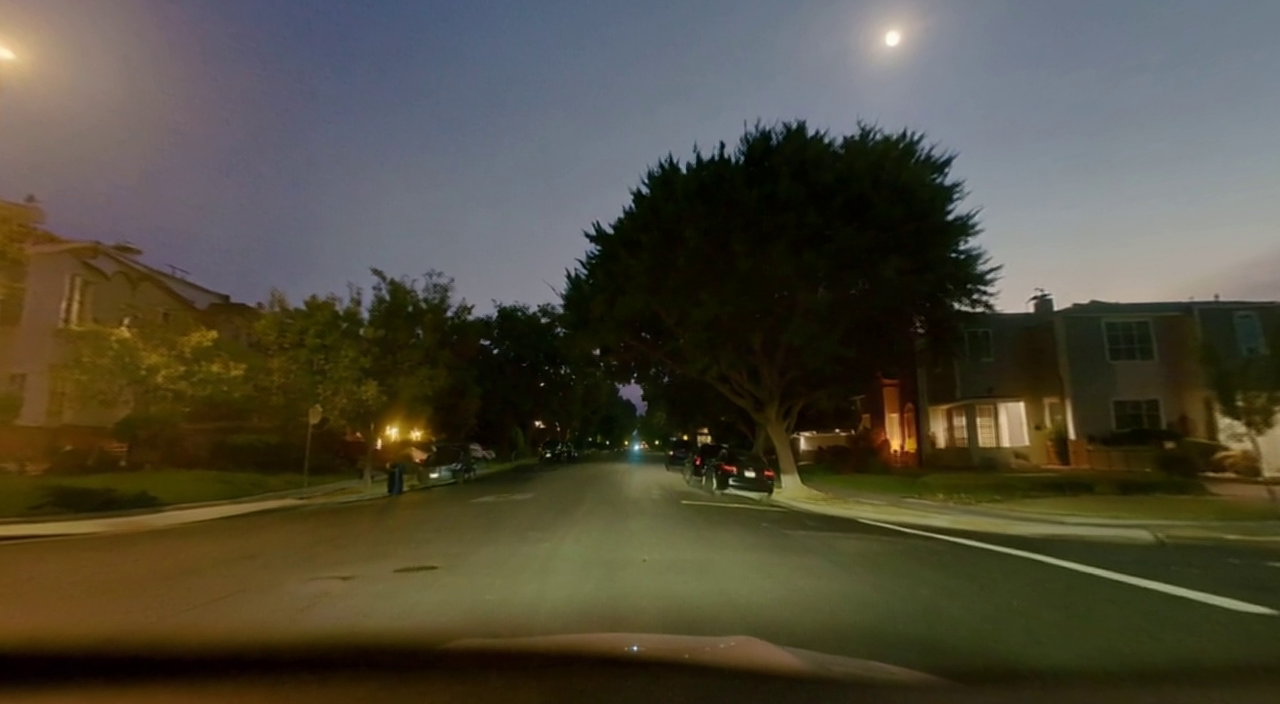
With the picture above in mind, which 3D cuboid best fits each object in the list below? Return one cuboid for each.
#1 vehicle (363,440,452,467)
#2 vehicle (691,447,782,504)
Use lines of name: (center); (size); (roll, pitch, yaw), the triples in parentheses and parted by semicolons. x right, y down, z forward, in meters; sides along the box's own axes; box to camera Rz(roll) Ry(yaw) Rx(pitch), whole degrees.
vehicle: (-13.515, 5.930, 36.972); (4.423, 1.522, 1.961); (0, -8, -2)
vehicle: (2.787, 3.669, 19.251); (1.881, 1.487, 4.183); (1, -8, -3)
